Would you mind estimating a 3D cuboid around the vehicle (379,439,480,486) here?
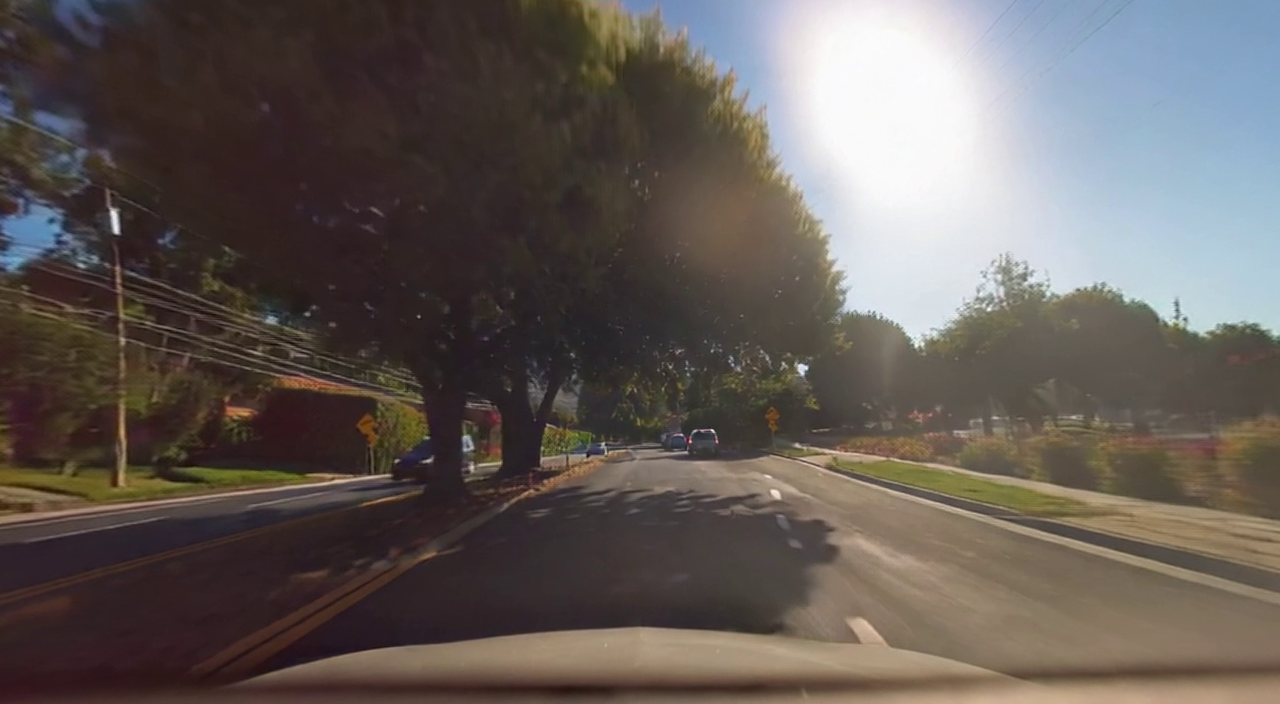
[{"bbox_3d":[-7.257,3.847,22.304,1.909,1.467,4.579,-1,-9,1],"label":"vehicle"}]
